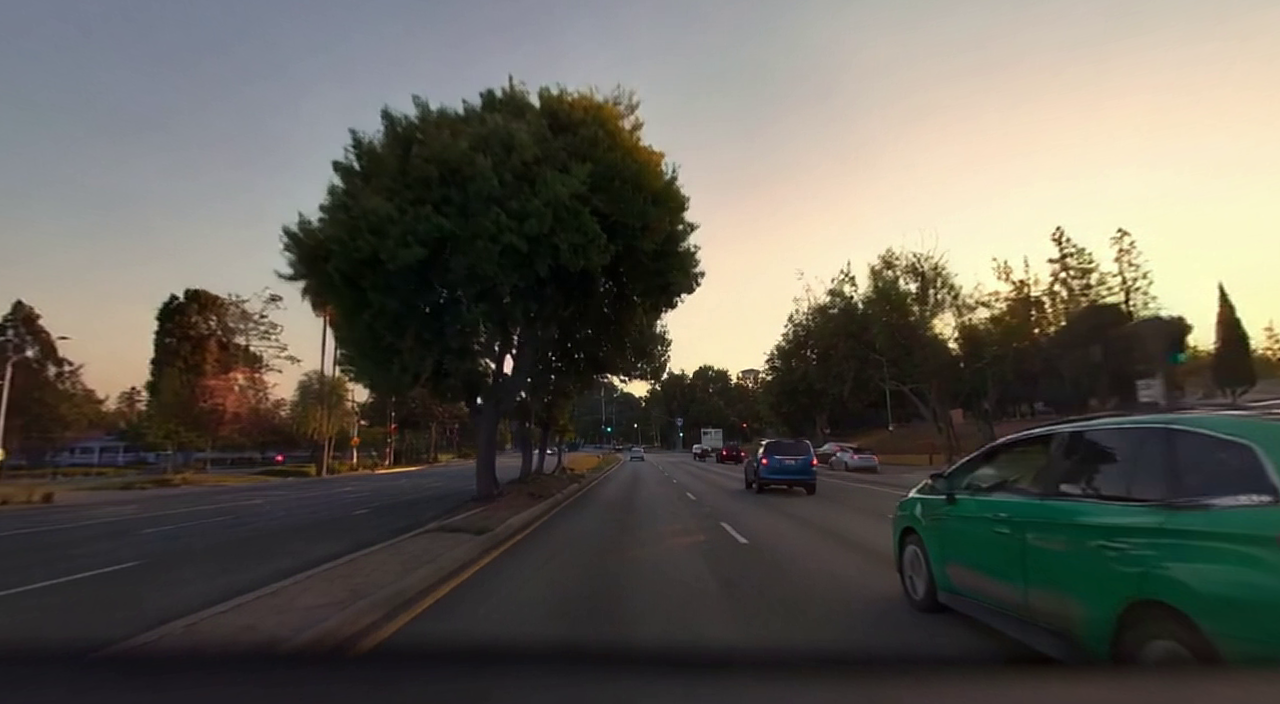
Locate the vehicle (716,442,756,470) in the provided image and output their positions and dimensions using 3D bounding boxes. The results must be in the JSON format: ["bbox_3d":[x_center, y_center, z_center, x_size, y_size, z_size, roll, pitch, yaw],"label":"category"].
[{"bbox_3d":[6.513,7.103,43.195,1.919,1.774,4.720,0,-8,-1],"label":"vehicle"}]

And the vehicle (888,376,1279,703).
[{"bbox_3d":[3.162,0.978,2.927,1.932,1.547,4.992,0,-8,-1],"label":"vehicle"}]

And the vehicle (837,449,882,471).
[{"bbox_3d":[16.035,7.895,46.154,1.815,1.493,4.135,0,-8,1],"label":"vehicle"}]

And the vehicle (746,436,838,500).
[{"bbox_3d":[4.450,3.438,19.117,2.075,1.698,4.142,-1,-8,5],"label":"vehicle"}]

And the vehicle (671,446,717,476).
[{"bbox_3d":[2.753,5.688,33.127,1.980,1.484,4.093,0,-8,-1],"label":"vehicle"}]
